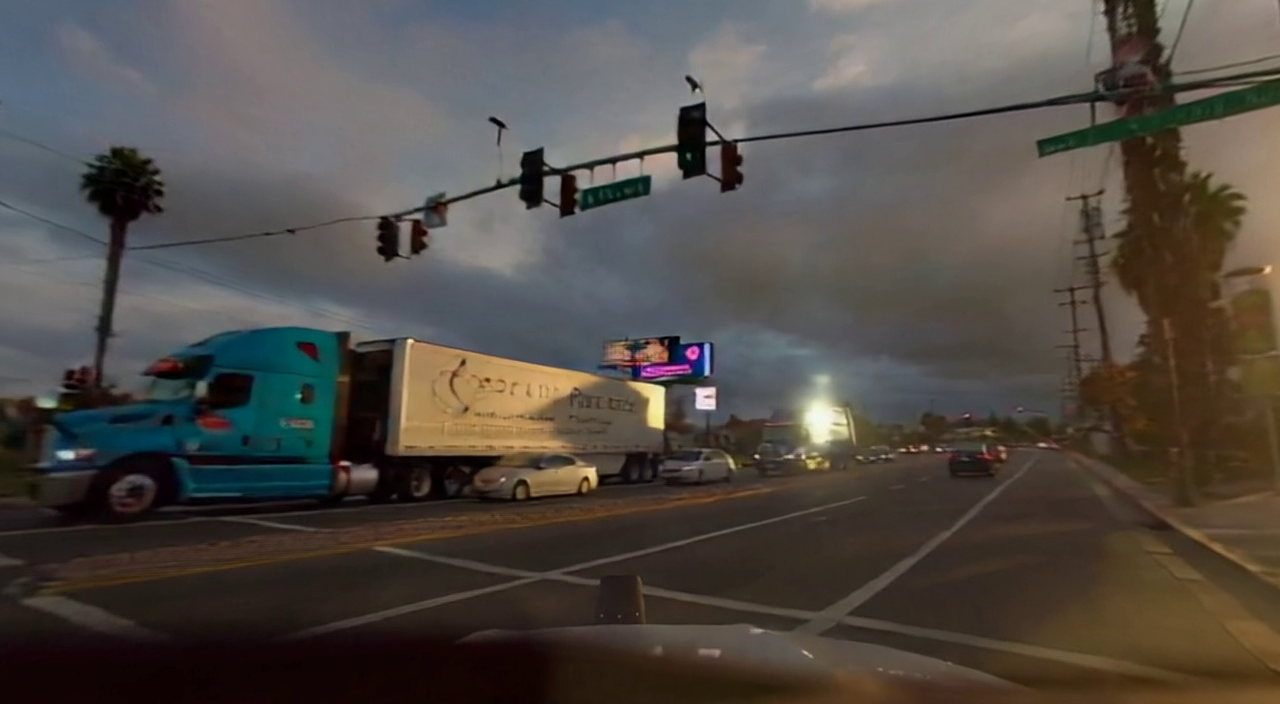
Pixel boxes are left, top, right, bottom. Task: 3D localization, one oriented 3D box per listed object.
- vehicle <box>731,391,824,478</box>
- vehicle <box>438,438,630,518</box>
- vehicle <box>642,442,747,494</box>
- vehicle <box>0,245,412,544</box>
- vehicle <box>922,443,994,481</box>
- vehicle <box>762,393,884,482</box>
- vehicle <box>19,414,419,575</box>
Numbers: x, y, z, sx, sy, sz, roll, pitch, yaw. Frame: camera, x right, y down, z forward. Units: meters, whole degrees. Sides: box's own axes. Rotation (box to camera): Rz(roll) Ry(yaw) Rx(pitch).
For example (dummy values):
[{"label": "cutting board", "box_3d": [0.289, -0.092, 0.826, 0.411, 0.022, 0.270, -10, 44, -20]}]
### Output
[{"label": "vehicle", "box_3d": [6.706, 4.005, 30.765, 3.027, 3.903, 3.372, -8, -9, 34]}, {"label": "vehicle", "box_3d": [-2.515, 3.125, 16.273, 1.949, 1.510, 4.958, -9, -9, 33]}, {"label": "vehicle", "box_3d": [2.136, 4.299, 23.776, 1.919, 1.512, 4.443, -9, -9, 33]}, {"label": "vehicle", "box_3d": [-9.032, 1.081, 12.561, 3.029, 4.352, 8.167, -6, -10, 32]}, {"label": "vehicle", "box_3d": [14.055, 4.778, 27.829, 2.040, 1.492, 5.114, -6, -10, 34]}, {"label": "vehicle", "box_3d": [10.248, 4.588, 34.659, 3.434, 4.193, 9.012, -8, -9, 34]}, {"label": "vehicle", "box_3d": [-6.557, 2.113, 10.622, 2.200, 1.893, 5.079, -8, -8, 32]}]
